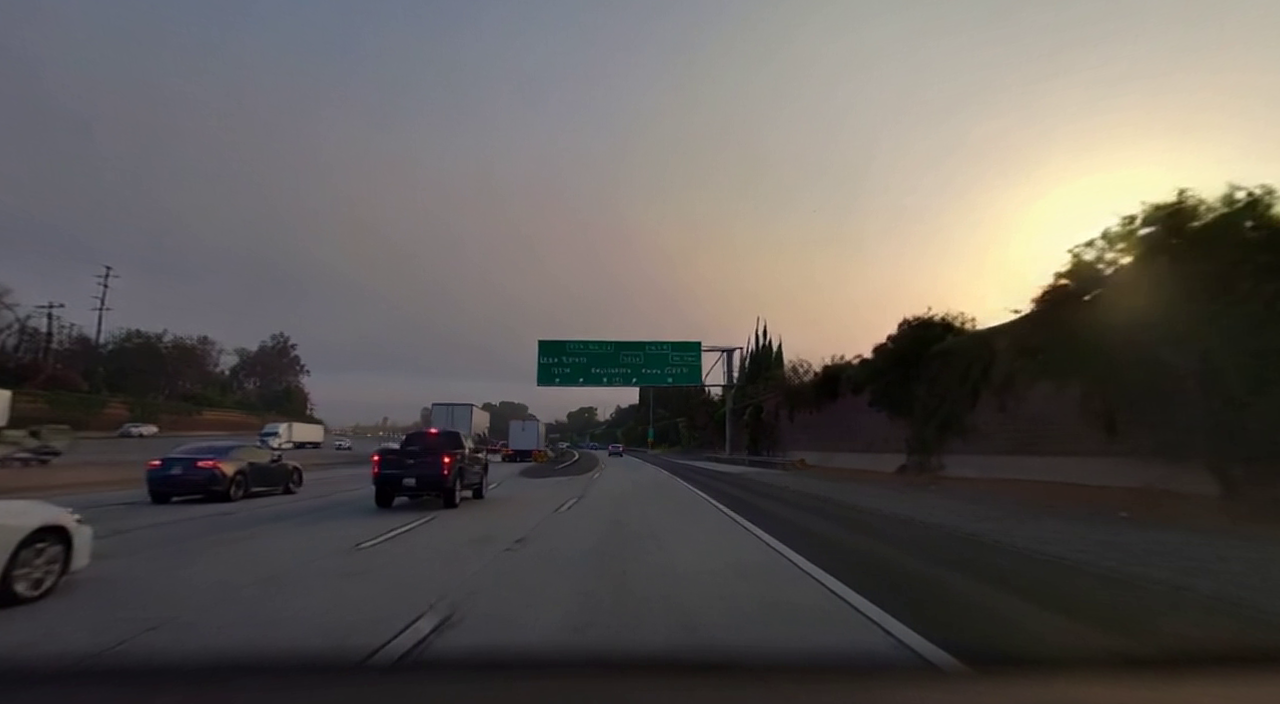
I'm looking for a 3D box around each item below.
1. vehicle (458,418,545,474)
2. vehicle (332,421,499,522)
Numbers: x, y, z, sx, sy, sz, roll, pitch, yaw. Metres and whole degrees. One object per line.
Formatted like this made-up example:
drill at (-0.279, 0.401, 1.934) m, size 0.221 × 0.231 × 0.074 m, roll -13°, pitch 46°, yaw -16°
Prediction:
vehicle at (-7.827, 5.658, 38.057) m, size 3.270 × 2.674 × 14.547 m, roll 0°, pitch -8°, yaw -5°
vehicle at (-4.612, 2.538, 14.054) m, size 2.093 × 1.785 × 5.303 m, roll 0°, pitch -8°, yaw -4°
